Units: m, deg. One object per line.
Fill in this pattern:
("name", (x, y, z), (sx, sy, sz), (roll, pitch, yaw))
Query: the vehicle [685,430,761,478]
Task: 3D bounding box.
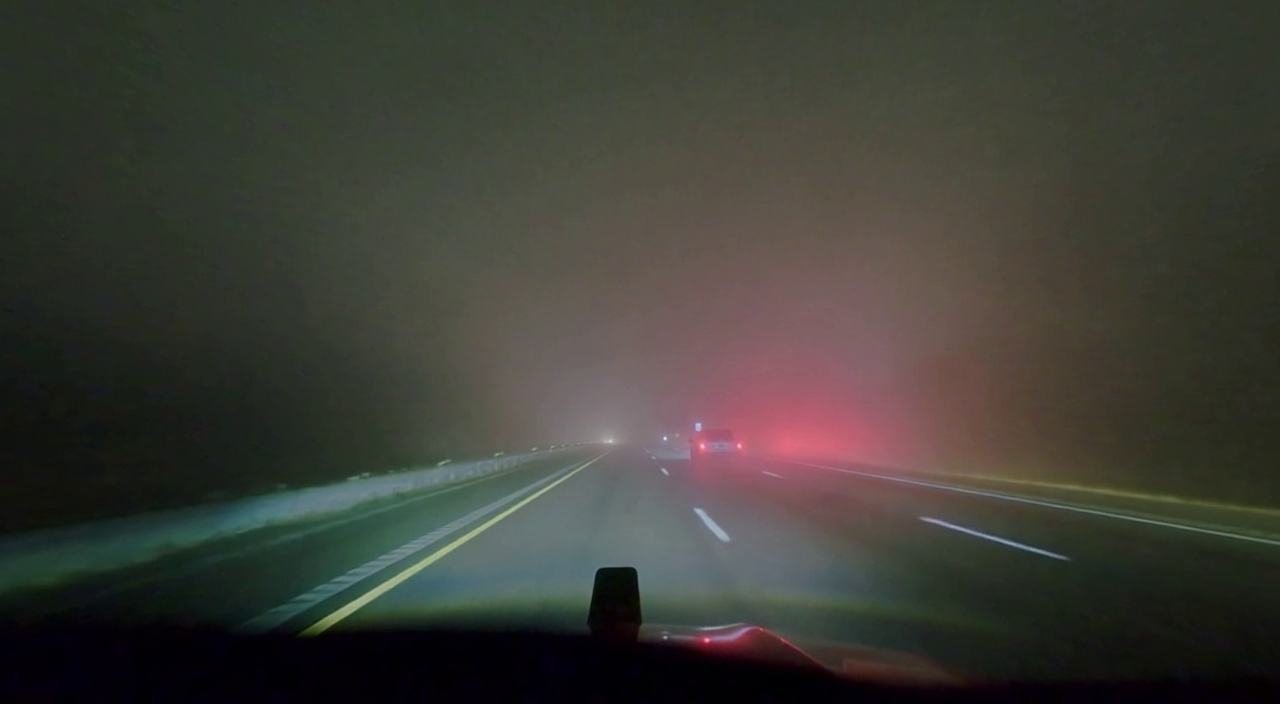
("vehicle", (2.943, 3.712, 23.274), (2.084, 1.583, 4.420), (0, -8, -1))
